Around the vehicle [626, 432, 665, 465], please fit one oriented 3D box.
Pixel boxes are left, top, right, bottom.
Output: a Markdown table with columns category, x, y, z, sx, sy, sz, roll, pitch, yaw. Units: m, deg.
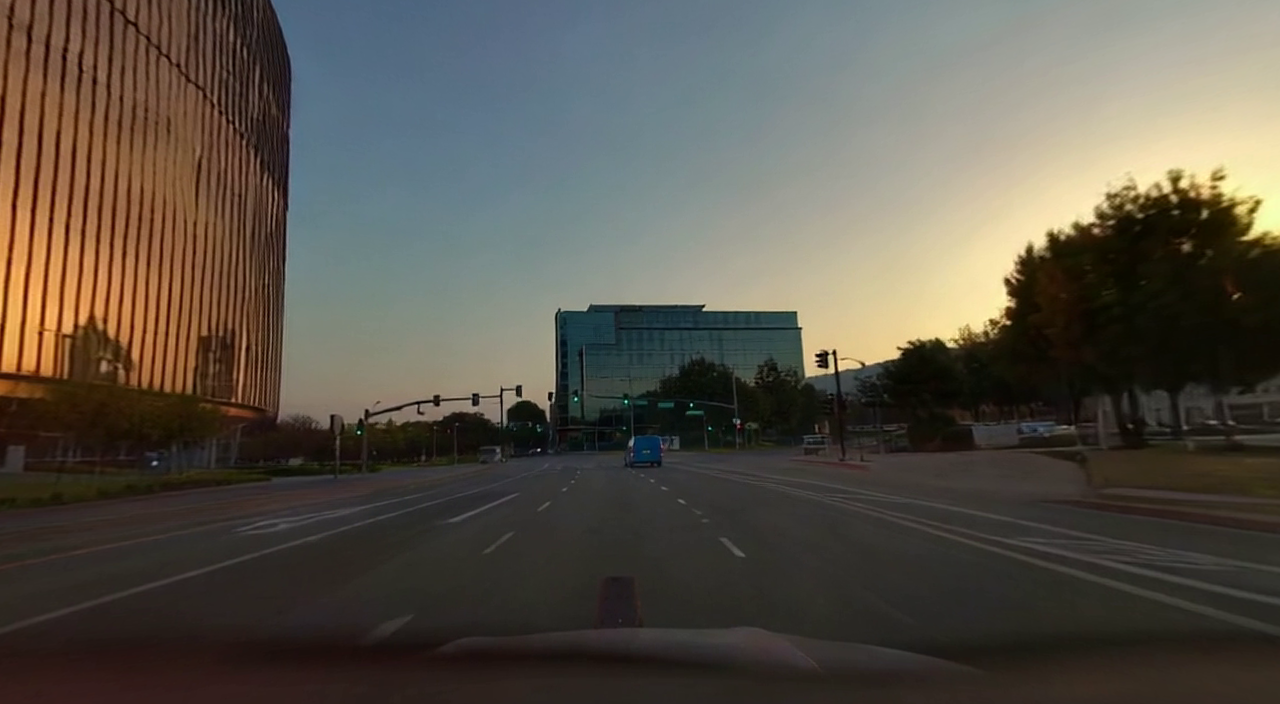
| category | x | y | z | sx | sy | sz | roll | pitch | yaw |
| --- | --- | --- | --- | --- | --- | --- | --- | --- | --- |
| vehicle | 0.342 | 7.002 | 45.948 | 2.339 | 2.244 | 4.817 | 0 | -8 | -6 |
